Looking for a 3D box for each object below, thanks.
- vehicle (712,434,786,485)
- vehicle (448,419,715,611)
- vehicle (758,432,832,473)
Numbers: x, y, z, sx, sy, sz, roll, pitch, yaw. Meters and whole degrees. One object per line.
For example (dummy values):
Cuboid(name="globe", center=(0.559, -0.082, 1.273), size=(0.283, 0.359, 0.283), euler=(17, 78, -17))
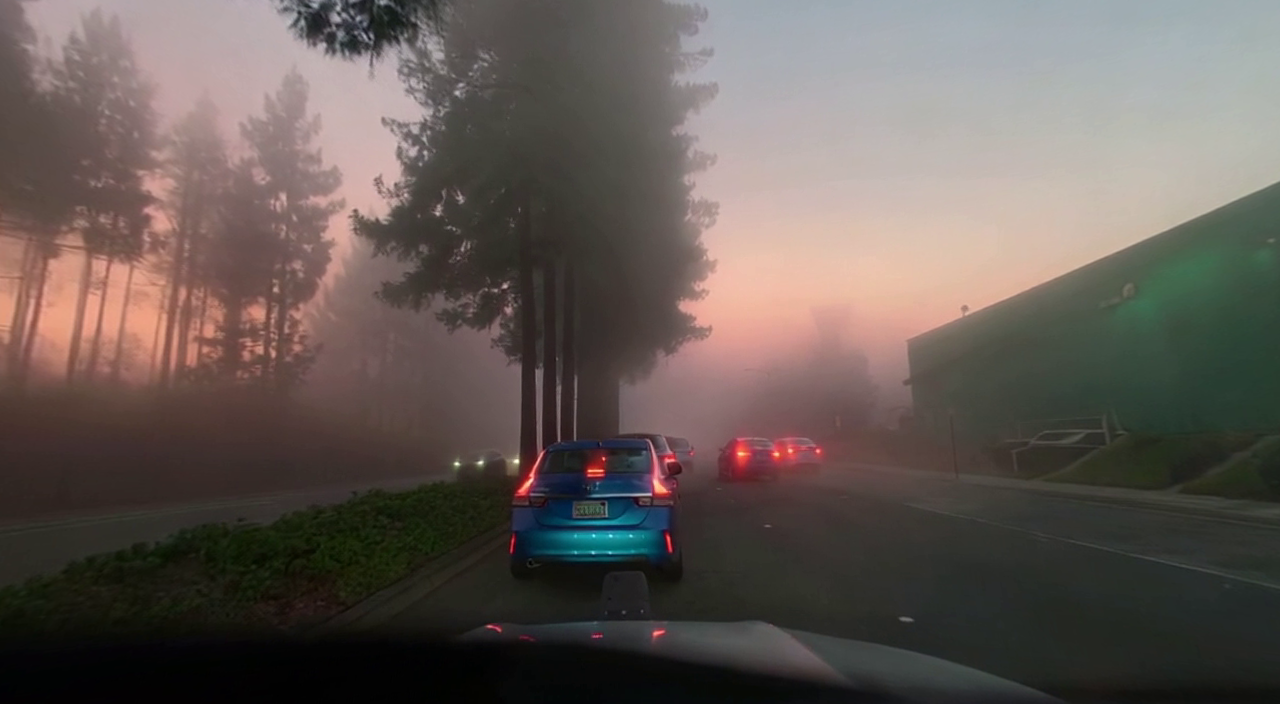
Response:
Cuboid(name="vehicle", center=(3.852, 3.873, 22.924), size=(1.946, 1.648, 4.230), euler=(0, -8, 0))
Cuboid(name="vehicle", center=(-0.472, 1.592, 7.055), size=(2.111, 1.506, 4.018), euler=(0, -8, 0))
Cuboid(name="vehicle", center=(7.517, 4.949, 31.044), size=(2.253, 1.854, 5.409), euler=(0, -8, 0))
